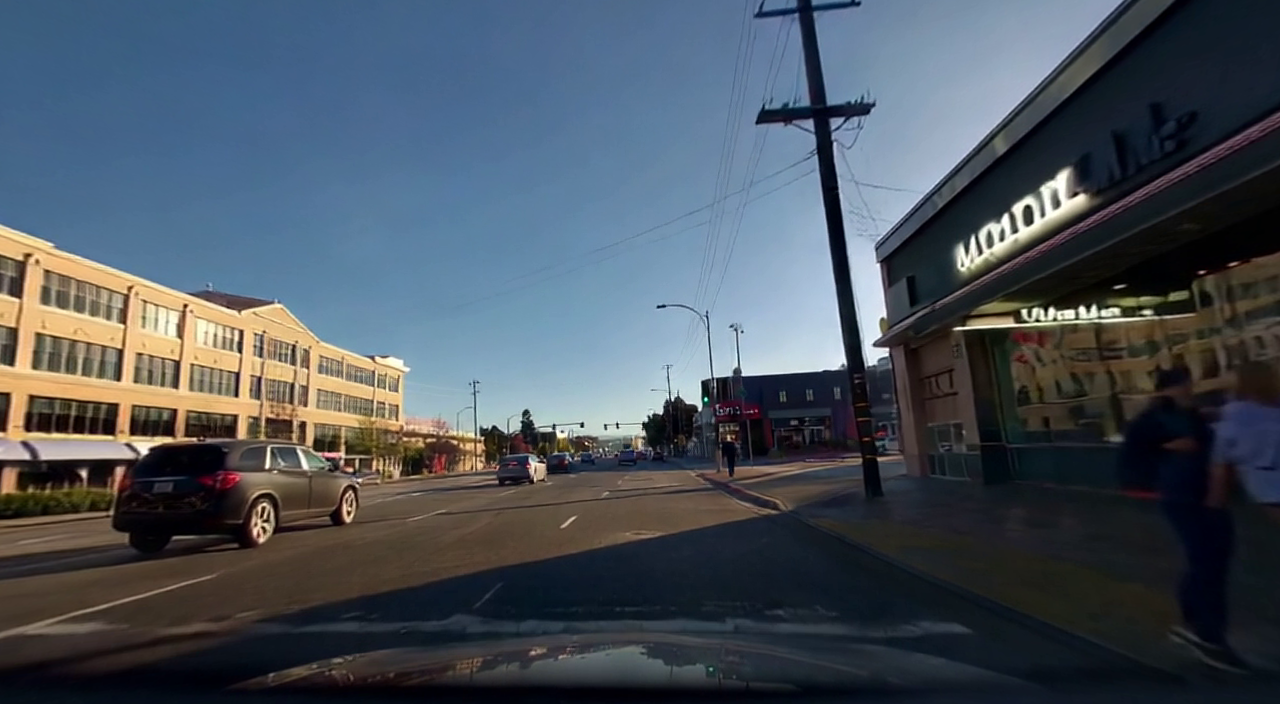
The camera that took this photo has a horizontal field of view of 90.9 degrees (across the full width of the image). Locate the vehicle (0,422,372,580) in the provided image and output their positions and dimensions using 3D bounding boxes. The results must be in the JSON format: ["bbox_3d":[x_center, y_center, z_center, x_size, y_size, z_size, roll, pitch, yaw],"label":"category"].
[{"bbox_3d":[-6.065,2.017,9.333,2.007,1.698,4.759,0,-9,1],"label":"vehicle"}]

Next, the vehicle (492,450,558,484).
[{"bbox_3d":[-5.362,5.417,30.017,2.030,1.488,4.650,-1,-9,3],"label":"vehicle"}]
